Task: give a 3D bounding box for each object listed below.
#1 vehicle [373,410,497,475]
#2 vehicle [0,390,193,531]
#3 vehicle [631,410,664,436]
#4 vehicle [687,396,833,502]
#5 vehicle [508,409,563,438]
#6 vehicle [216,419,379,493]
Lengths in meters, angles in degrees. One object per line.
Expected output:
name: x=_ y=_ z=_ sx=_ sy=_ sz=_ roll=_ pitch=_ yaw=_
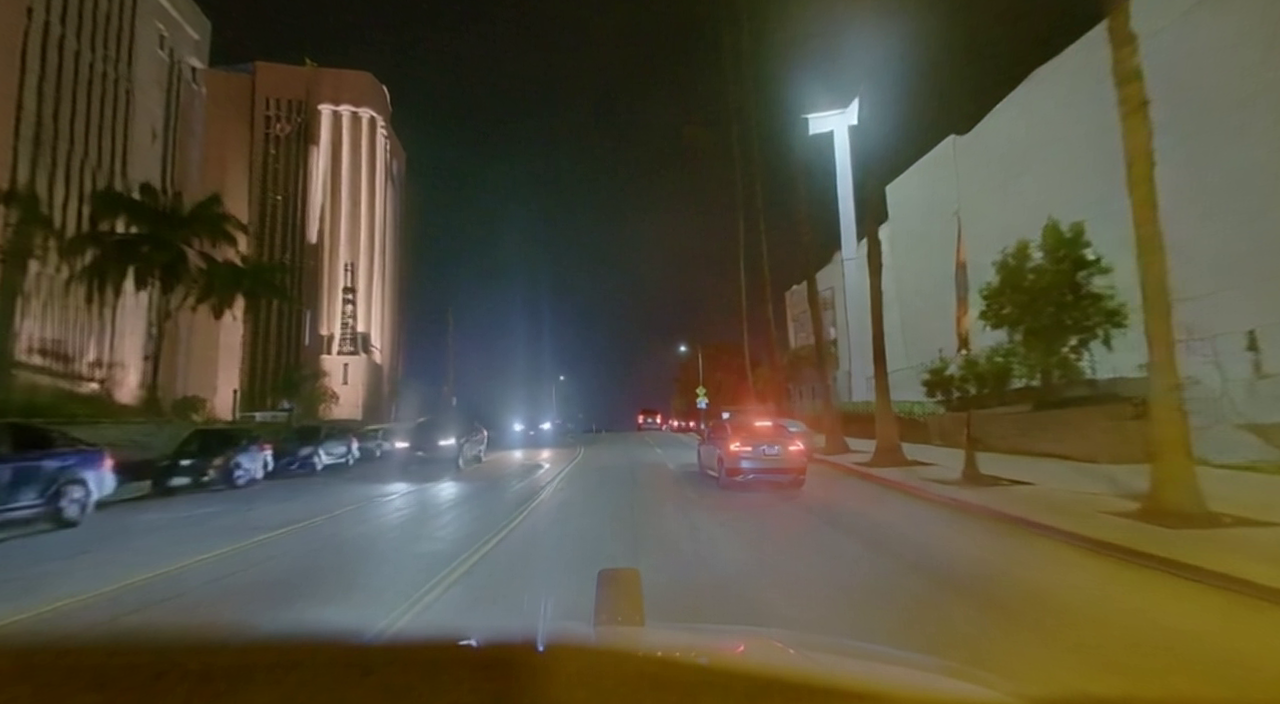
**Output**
vehicle: x=-5.883 y=2.699 z=18.816 sx=2.171 sy=1.676 sz=4.523 roll=0 pitch=-9 yaw=0
vehicle: x=-8.652 y=1.363 z=7.948 sx=2.076 sy=1.650 sz=5.432 roll=0 pitch=-9 yaw=0
vehicle: x=0.595 y=5.046 z=44.698 sx=2.196 sy=1.655 sz=3.939 roll=-1 pitch=-9 yaw=2
vehicle: x=2.293 y=2.045 z=13.404 sx=1.995 sy=1.858 sz=4.333 roll=0 pitch=-9 yaw=-3
vehicle: x=-5.819 y=4.102 z=35.712 sx=2.153 sy=1.469 sz=4.939 roll=0 pitch=-9 yaw=1
vehicle: x=-9.158 y=2.827 z=17.440 sx=2.017 sy=1.754 sz=4.428 roll=0 pitch=-9 yaw=-1
